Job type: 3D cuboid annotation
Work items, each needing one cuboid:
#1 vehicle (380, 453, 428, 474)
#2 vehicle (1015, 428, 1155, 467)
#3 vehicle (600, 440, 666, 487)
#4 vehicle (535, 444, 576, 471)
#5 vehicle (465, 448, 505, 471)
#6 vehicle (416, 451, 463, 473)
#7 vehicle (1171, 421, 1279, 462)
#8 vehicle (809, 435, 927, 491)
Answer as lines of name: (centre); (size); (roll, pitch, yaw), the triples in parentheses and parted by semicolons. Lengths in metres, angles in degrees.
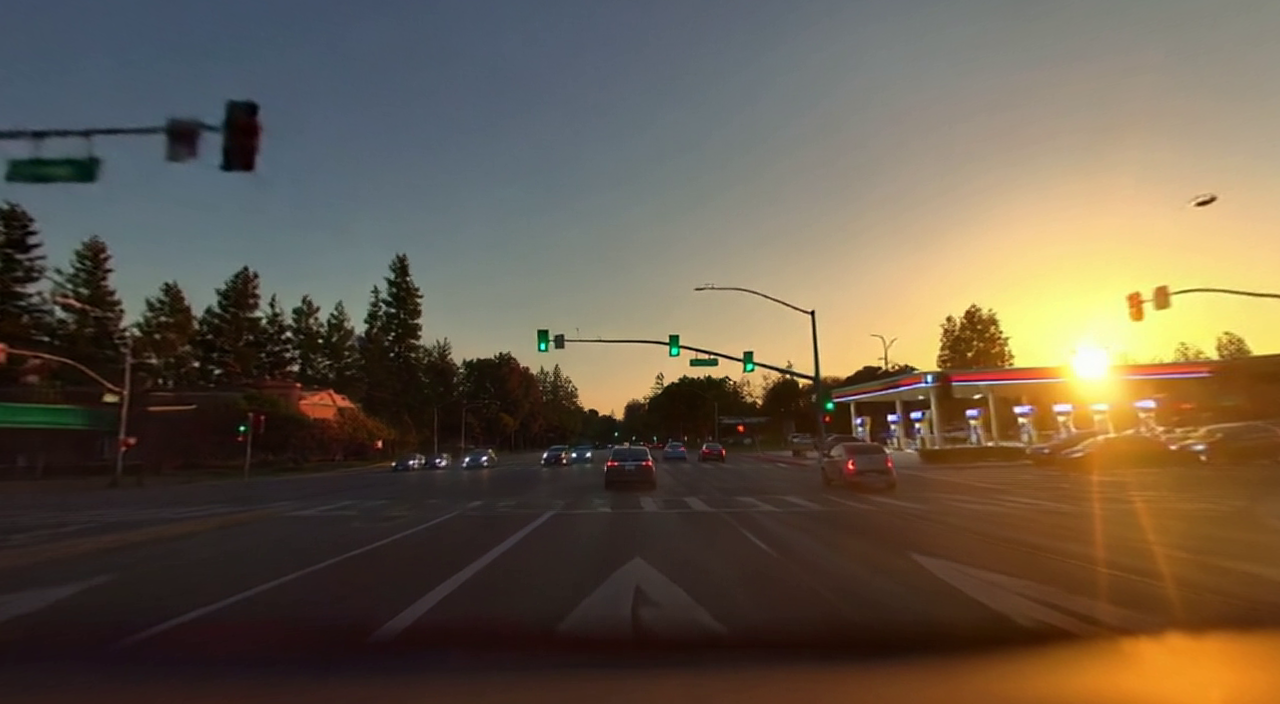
vehicle: (-18.094, 8.560, 48.678); (2.018, 1.472, 4.559); (0, -9, -1)
vehicle: (20.095, 4.351, 28.699); (4.796, 1.488, 1.966); (-2, -9, -1)
vehicle: (-0.238, 3.799, 21.768); (2.040, 1.451, 3.736); (0, -9, -1)
vehicle: (-5.526, 6.932, 41.851); (1.990, 1.673, 4.436); (0, -9, 1)
vehicle: (-11.859, 8.228, 48.618); (1.944, 1.647, 4.395); (0, -9, 0)
vehicle: (-14.903, 8.211, 47.322); (2.001, 1.463, 4.673); (0, -9, 0)
vehicle: (27.420, 4.066, 28.804); (4.724, 1.793, 1.777); (0, -9, 0)
vehicle: (6.653, 3.289, 19.039); (1.890, 1.489, 4.396); (0, -9, 0)
